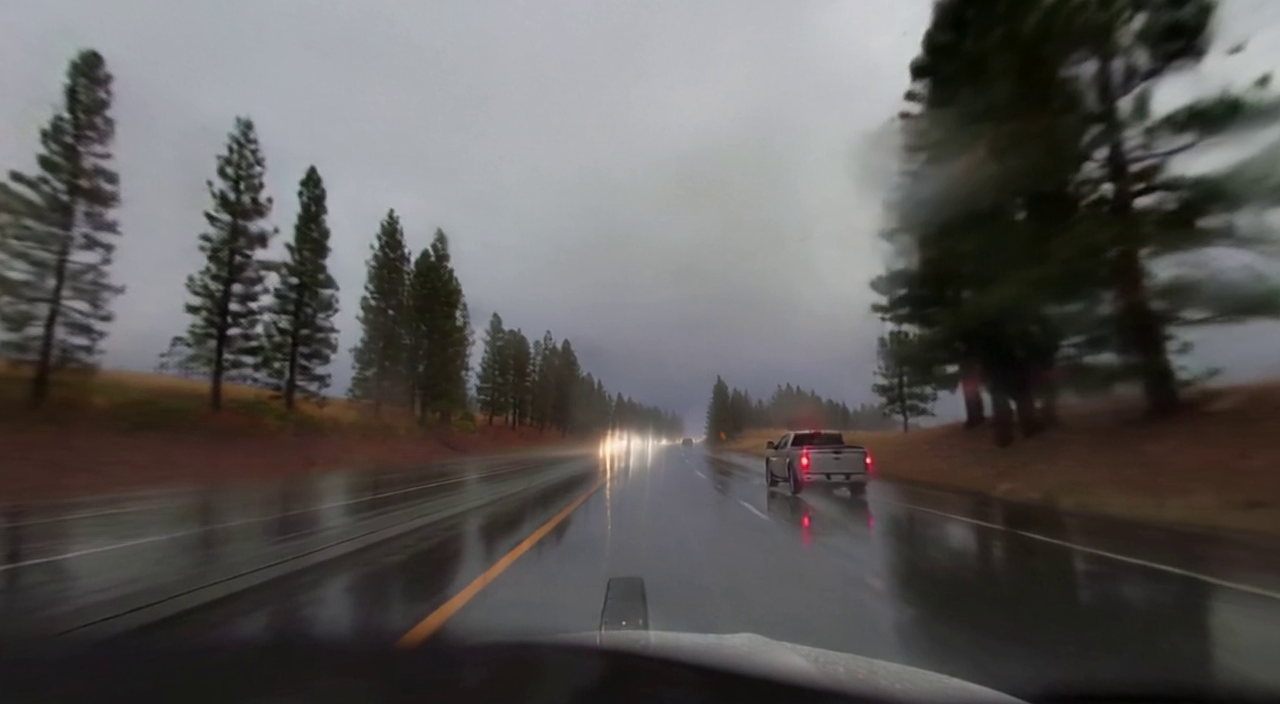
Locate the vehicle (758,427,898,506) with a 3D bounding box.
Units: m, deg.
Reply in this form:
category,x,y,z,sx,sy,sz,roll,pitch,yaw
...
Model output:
category,x,y,z,sx,sy,sz,roll,pitch,yaw
vehicle,4.569,2.853,16.260,2.098,1.703,4.862,0,-8,0
